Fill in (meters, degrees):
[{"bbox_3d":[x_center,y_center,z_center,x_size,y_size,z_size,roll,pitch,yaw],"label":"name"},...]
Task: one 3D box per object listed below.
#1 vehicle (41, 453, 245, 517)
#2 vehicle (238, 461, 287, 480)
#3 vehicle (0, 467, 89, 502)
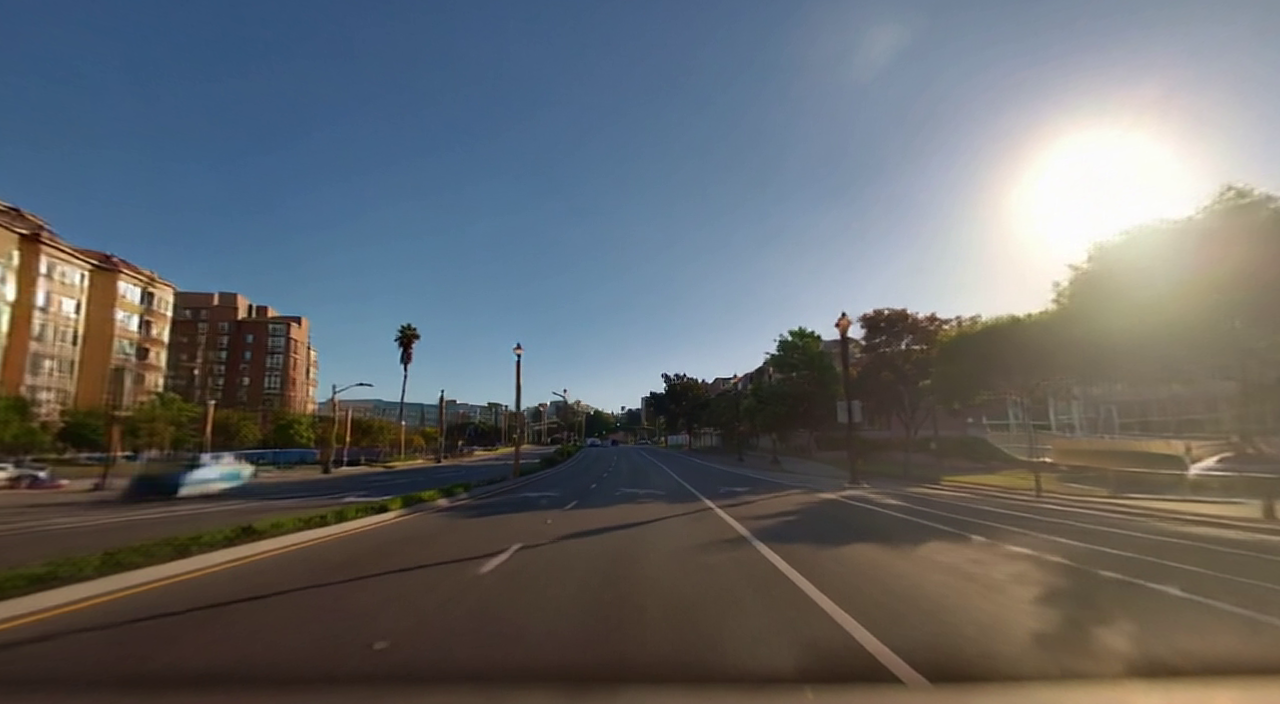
[{"bbox_3d":[-13.247,3.521,17.244,1.811,1.433,4.387,-1,-8,4],"label":"vehicle"},{"bbox_3d":[-28.946,9.086,48.391,1.518,1.364,3.470,-1,-9,1],"label":"vehicle"},{"bbox_3d":[-29.213,6.351,30.376,1.629,1.411,3.897,0,-8,2],"label":"vehicle"}]
